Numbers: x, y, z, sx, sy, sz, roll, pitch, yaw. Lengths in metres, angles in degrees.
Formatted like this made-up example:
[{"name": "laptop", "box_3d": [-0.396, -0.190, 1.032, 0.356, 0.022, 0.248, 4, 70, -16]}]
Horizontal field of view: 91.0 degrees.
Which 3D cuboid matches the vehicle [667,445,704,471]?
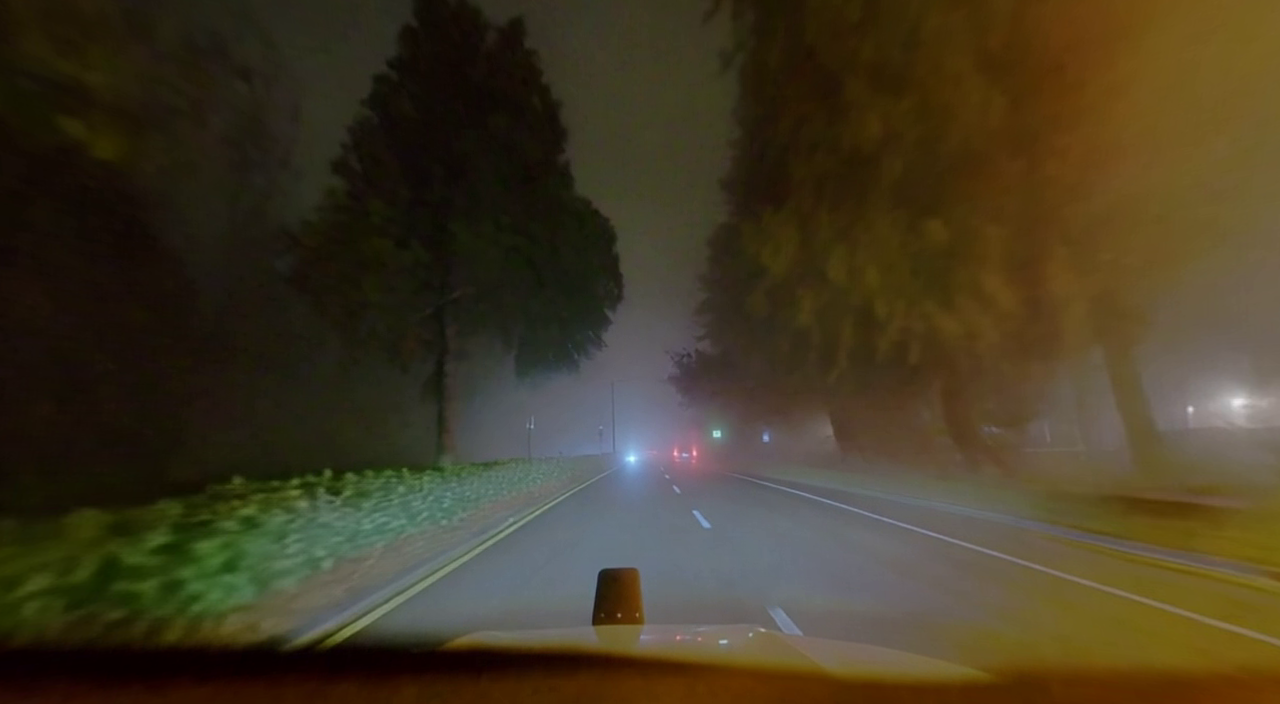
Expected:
[{"name": "vehicle", "box_3d": [2.905, 6.870, 41.067, 2.044, 1.537, 4.528, 0, -9, 0]}]
